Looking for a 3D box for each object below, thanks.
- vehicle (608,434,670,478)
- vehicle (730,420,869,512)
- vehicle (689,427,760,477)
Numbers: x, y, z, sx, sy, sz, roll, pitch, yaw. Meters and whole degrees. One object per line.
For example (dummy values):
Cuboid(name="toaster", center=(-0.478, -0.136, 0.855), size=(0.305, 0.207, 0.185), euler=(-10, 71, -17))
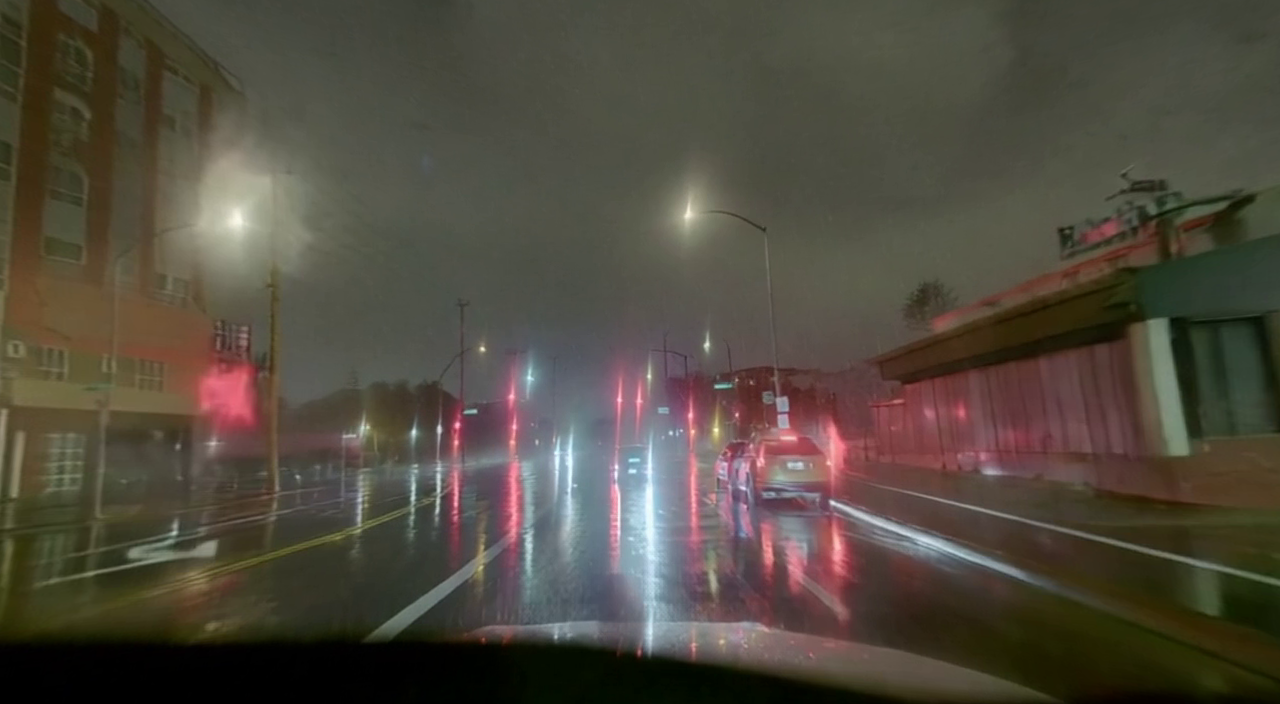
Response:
Cuboid(name="vehicle", center=(-0.029, 3.931, 23.998), size=(2.153, 1.505, 4.452), euler=(0, -8, 0))
Cuboid(name="vehicle", center=(3.337, 2.477, 14.135), size=(1.938, 1.714, 4.402), euler=(0, -8, -1))
Cuboid(name="vehicle", center=(3.191, 3.903, 24.687), size=(2.060, 1.783, 4.579), euler=(0, -8, -1))
